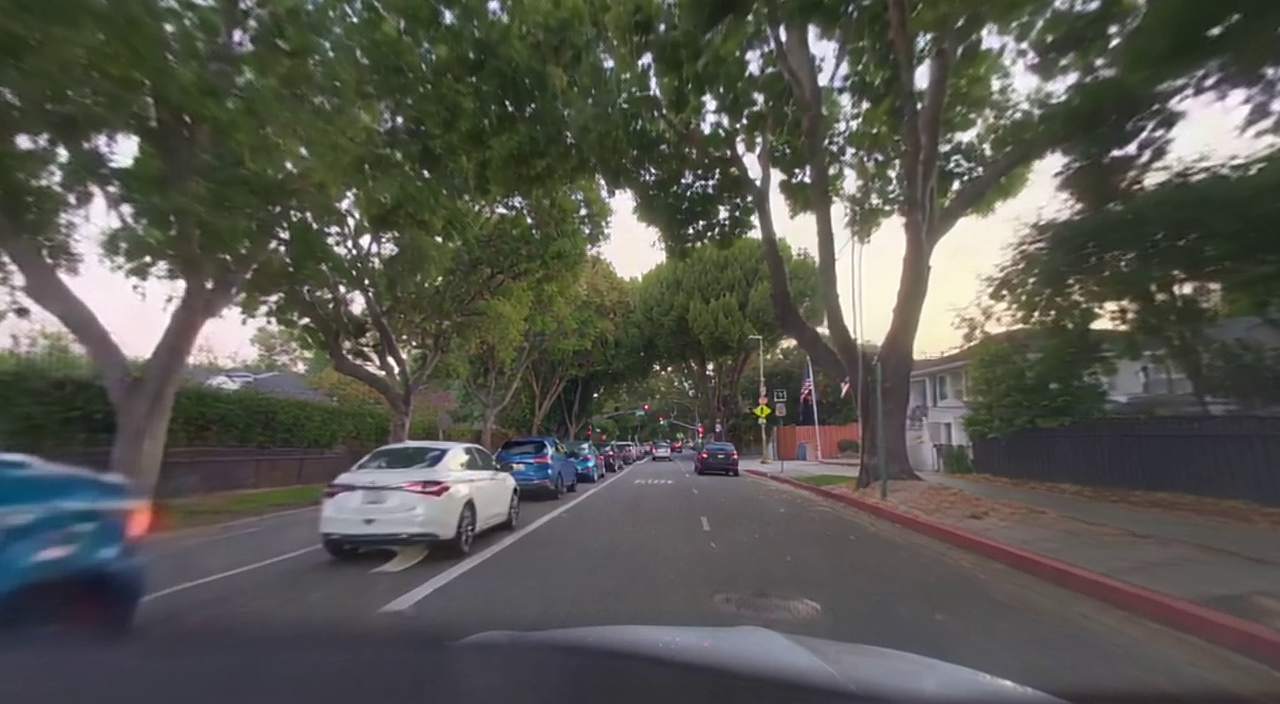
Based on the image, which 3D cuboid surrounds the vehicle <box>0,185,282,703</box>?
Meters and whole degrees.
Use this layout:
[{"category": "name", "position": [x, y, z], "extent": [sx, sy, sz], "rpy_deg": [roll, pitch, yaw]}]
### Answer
[{"category": "vehicle", "position": [-3.144, 0.358, 0.651], "extent": [2.405, 2.058, 5.193], "rpy_deg": [0, -8, 1]}]

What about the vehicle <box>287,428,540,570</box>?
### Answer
[{"category": "vehicle", "position": [-2.740, 1.859, 8.752], "extent": [1.807, 1.475, 3.952], "rpy_deg": [-1, -8, 4]}]

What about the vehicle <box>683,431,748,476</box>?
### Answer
[{"category": "vehicle", "position": [3.026, 4.199, 26.386], "extent": [2.258, 1.682, 4.635], "rpy_deg": [0, -8, 2]}]
